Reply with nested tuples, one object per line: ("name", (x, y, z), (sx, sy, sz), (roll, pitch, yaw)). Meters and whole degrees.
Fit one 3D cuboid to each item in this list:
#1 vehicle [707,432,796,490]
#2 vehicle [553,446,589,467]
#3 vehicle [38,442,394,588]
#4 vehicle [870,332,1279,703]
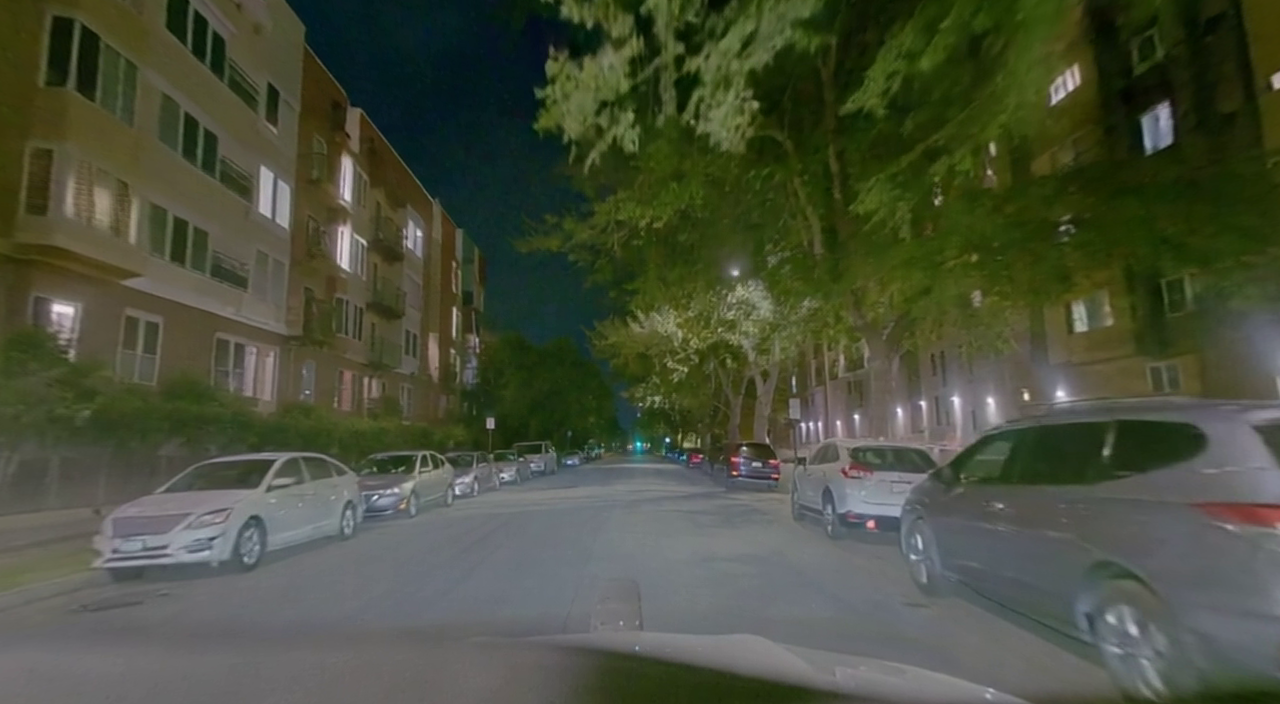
("vehicle", (3.748, 3.769, 22.223), (2.082, 1.809, 4.998), (0, -8, -1))
("vehicle", (-5.093, 7.764, 47.211), (2.080, 1.458, 4.511), (0, -8, 1))
("vehicle", (-5.218, 2.000, 8.711), (1.772, 1.466, 4.342), (0, -8, 2))
("vehicle", (3.639, 1.158, 4.637), (2.093, 1.801, 4.788), (2, -8, 0))
